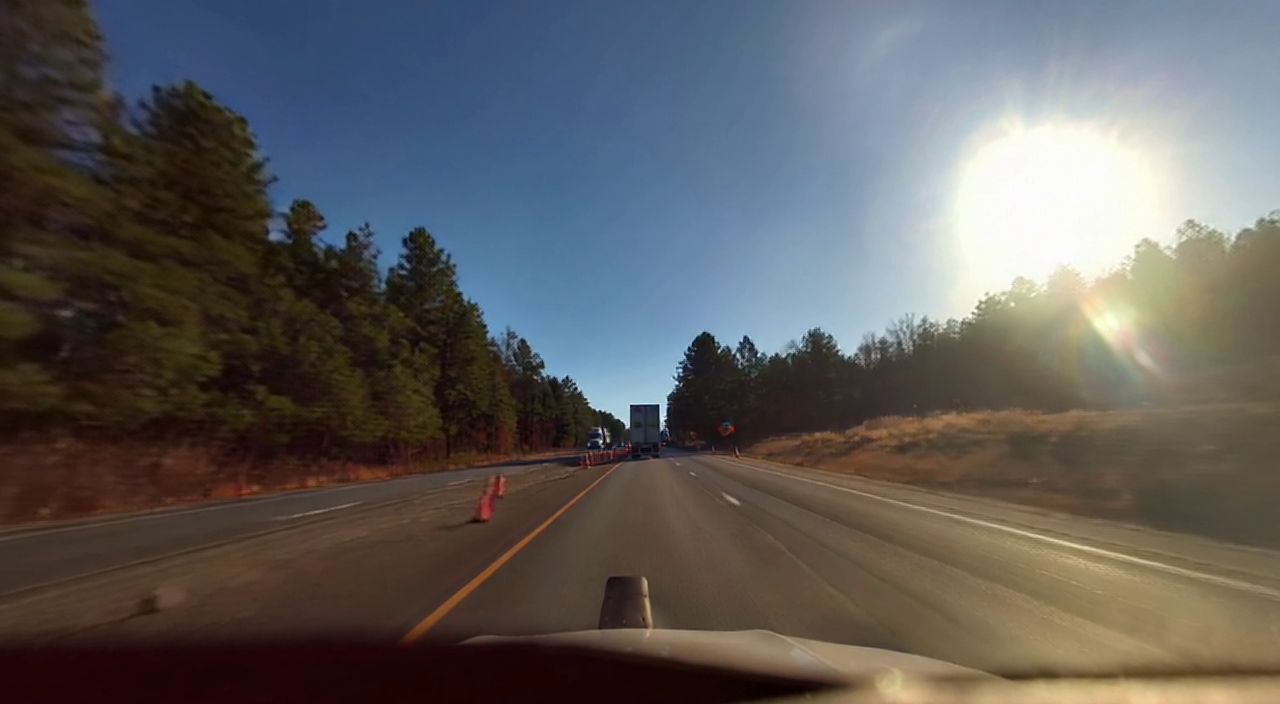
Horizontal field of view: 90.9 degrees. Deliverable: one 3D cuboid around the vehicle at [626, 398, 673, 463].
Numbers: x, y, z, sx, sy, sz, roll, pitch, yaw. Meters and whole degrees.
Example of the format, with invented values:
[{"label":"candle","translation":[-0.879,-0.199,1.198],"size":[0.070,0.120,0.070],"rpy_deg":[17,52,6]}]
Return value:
[{"label":"vehicle","translation":[0.501,5.803,45.740],"size":[2.935,4.068,11.036],"rpy_deg":[0,-8,-1]}]
